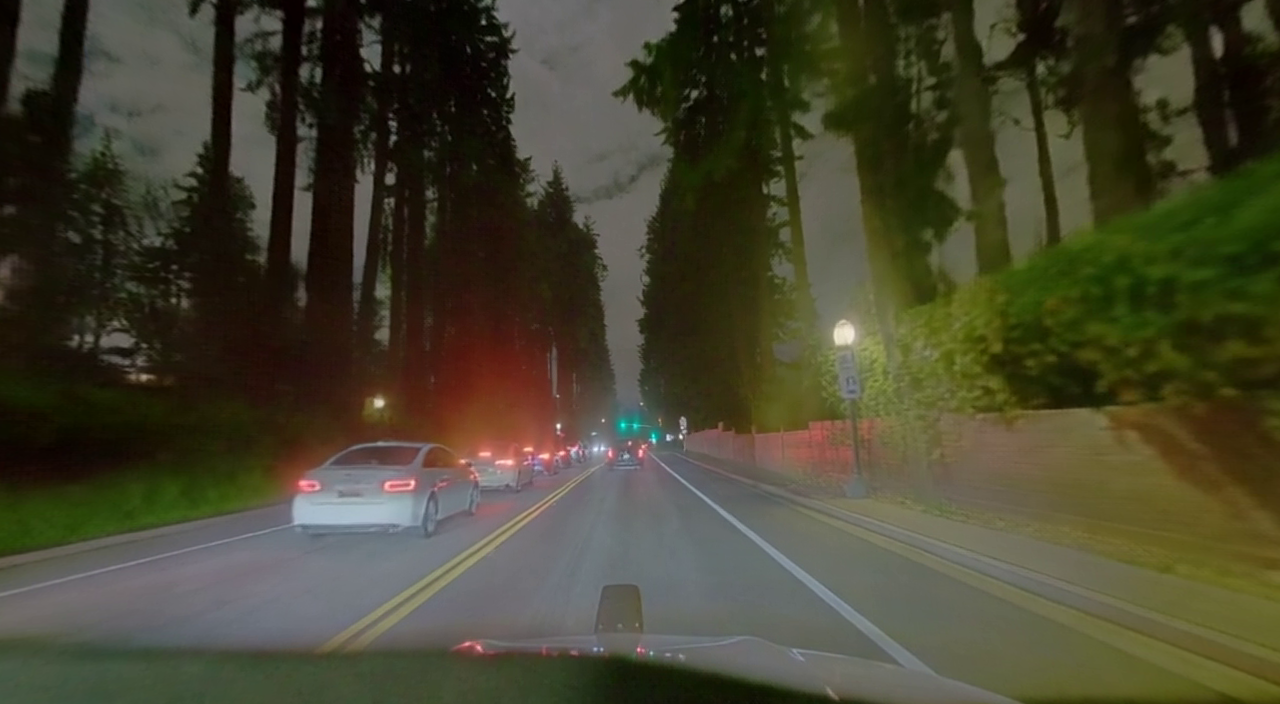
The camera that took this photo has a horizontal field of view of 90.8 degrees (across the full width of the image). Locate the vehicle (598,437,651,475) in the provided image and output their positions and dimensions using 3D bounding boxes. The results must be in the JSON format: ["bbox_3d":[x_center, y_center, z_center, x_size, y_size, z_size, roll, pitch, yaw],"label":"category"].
[{"bbox_3d":[-0.667,4.536,27.659,2.127,1.517,4.090,0,-8,-1],"label":"vehicle"}]

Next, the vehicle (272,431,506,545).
[{"bbox_3d":[-3.712,2.083,10.380,2.030,1.452,4.312,0,-8,0],"label":"vehicle"}]

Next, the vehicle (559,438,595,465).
[{"bbox_3d":[-4.122,6.579,41.954,1.983,1.697,4.285,0,-8,0],"label":"vehicle"}]
